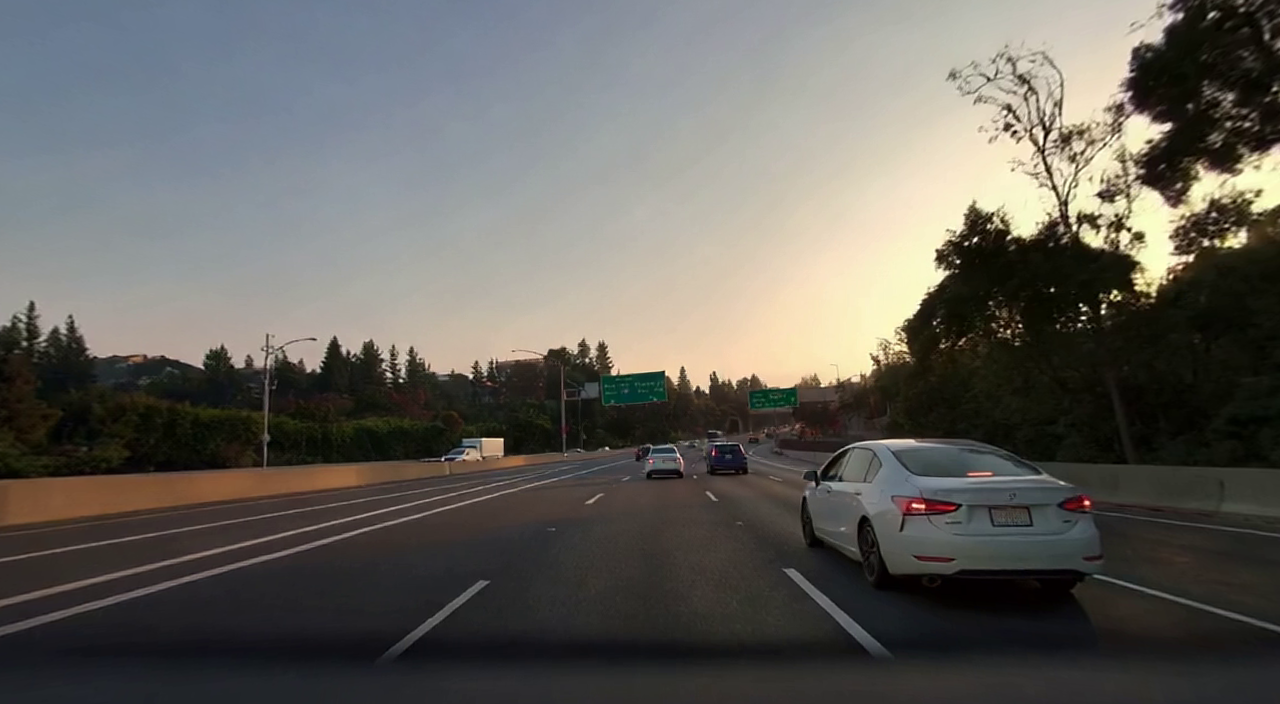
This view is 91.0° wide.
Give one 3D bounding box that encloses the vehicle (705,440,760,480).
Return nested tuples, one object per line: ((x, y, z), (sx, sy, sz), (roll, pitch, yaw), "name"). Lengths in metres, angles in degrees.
((4.186, 4.965, 29.109), (2.076, 1.684, 4.241), (0, -9, 3), "vehicle")

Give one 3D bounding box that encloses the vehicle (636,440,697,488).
((1.001, 4.132, 23.420), (2.074, 1.614, 3.803), (0, -9, 3), "vehicle")

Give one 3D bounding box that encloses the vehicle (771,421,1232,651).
((2.852, 1.559, 6.468), (2.009, 1.489, 4.559), (0, -9, 0), "vehicle")
